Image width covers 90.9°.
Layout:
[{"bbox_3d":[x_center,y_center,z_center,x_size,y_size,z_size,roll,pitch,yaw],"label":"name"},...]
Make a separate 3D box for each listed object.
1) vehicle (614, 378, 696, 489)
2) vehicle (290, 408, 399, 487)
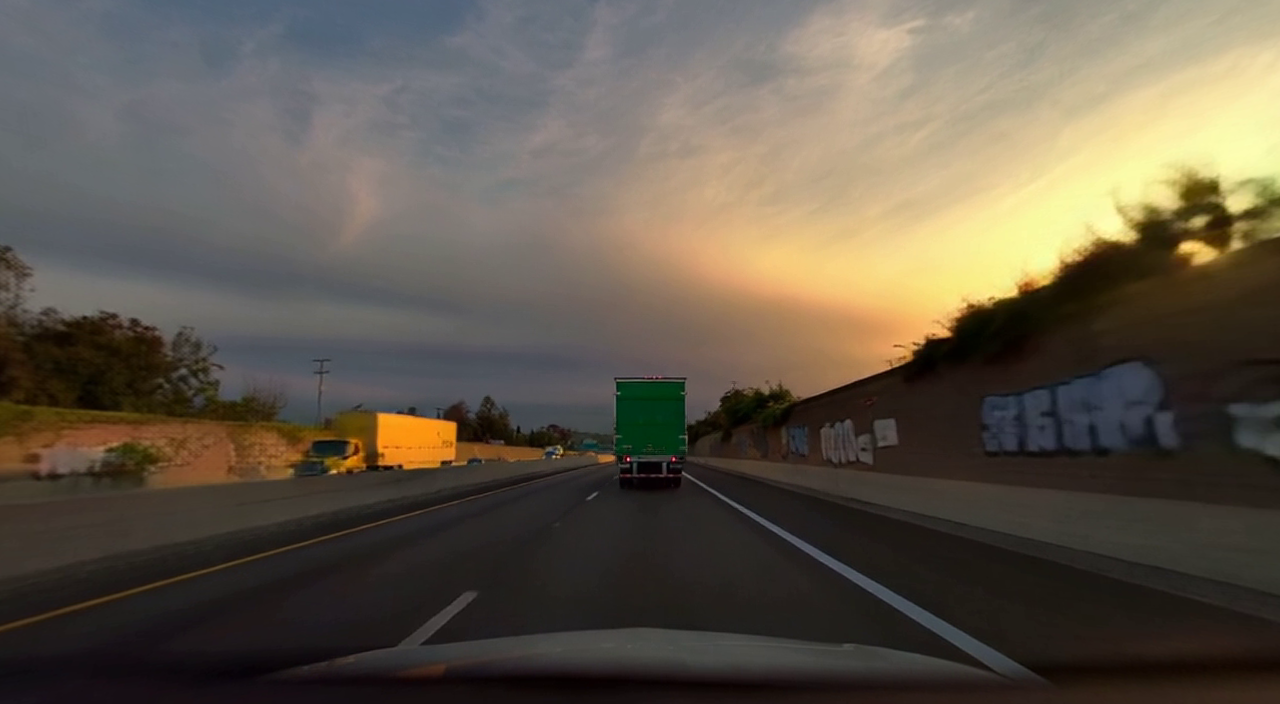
[{"bbox_3d":[0.435,3.677,27.572,2.900,3.955,10.151,0,-9,-1],"label":"vehicle"},{"bbox_3d":[-16.064,5.296,34.825,3.009,3.980,5.790,0,-9,1],"label":"vehicle"}]
